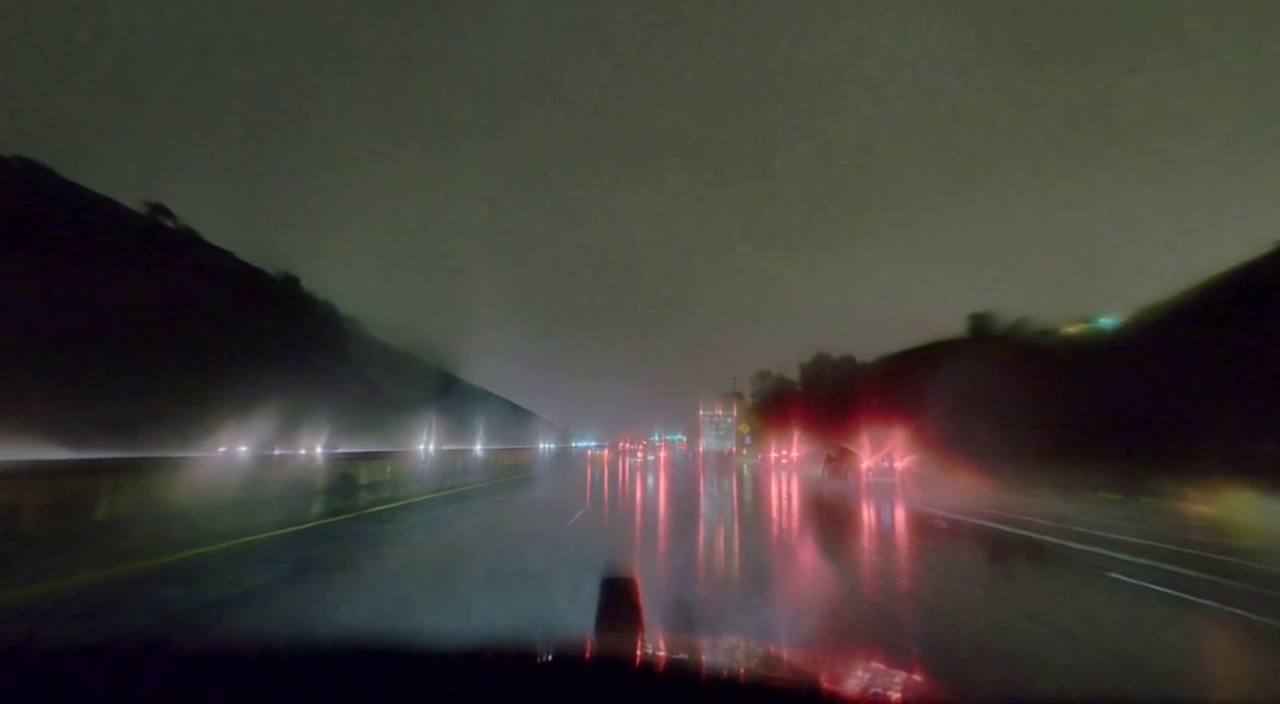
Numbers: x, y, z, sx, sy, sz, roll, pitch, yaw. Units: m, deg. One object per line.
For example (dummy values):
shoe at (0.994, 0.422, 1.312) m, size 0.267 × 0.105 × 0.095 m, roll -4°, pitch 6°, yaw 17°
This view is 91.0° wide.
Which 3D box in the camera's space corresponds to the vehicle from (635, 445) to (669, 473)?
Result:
vehicle at (0.683, 6.067, 35.814) m, size 1.866 × 1.492 × 3.932 m, roll 0°, pitch -9°, yaw 1°

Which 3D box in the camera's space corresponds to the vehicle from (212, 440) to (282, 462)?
vehicle at (-30.081, 7.601, 48.381) m, size 1.929 × 1.595 × 5.154 m, roll 0°, pitch -9°, yaw 2°

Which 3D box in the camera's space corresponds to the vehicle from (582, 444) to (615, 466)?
vehicle at (-3.064, 7.696, 47.211) m, size 2.132 × 1.506 × 4.256 m, roll 0°, pitch -9°, yaw 0°

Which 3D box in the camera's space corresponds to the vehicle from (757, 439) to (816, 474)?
vehicle at (8.058, 5.791, 35.119) m, size 2.143 × 1.775 × 4.729 m, roll 0°, pitch -9°, yaw 0°

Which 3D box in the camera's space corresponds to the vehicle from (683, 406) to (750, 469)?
vehicle at (4.781, 5.744, 41.809) m, size 3.130 × 3.607 × 11.129 m, roll 0°, pitch -9°, yaw 0°

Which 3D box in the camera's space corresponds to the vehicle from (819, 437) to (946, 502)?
vehicle at (7.013, 3.419, 18.817) m, size 2.044 × 1.676 × 4.421 m, roll 0°, pitch -9°, yaw 1°
